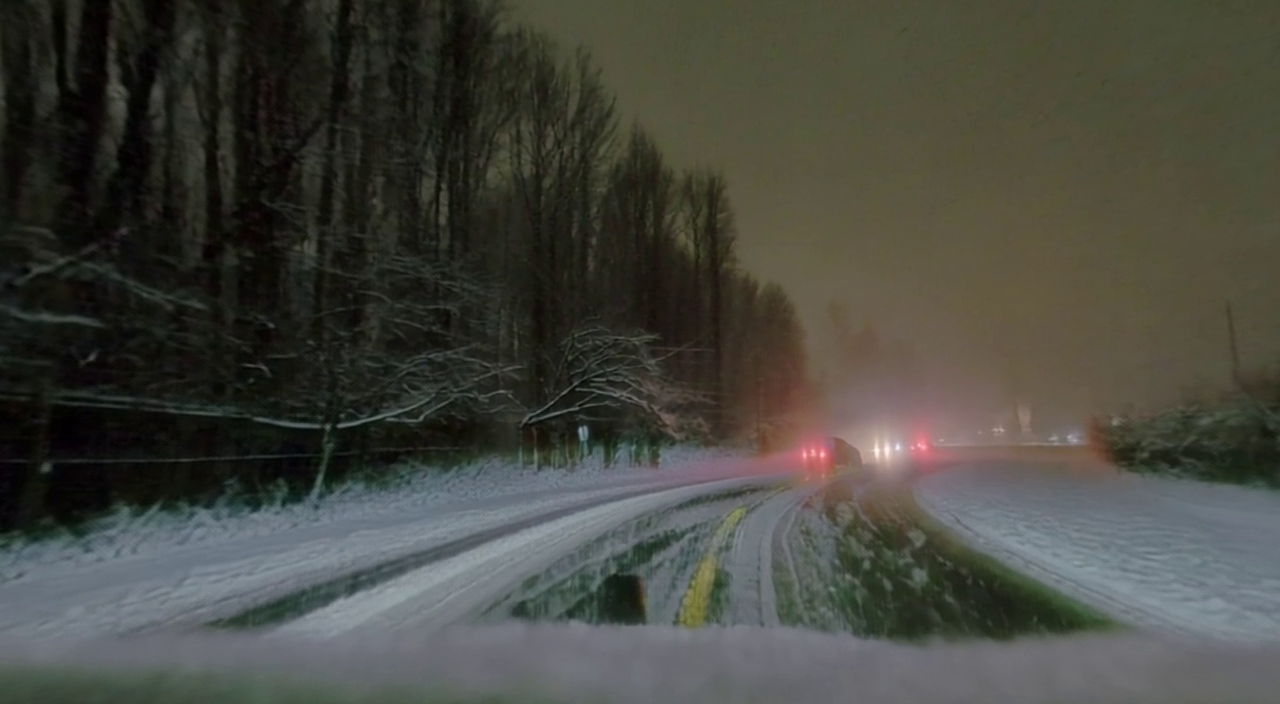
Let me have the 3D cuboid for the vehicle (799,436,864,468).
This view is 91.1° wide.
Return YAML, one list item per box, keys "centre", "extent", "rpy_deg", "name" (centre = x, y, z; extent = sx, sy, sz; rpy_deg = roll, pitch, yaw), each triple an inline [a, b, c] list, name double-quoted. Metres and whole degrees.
- centre: [11.611, 6.016, 37.950]
  extent: [1.988, 1.789, 4.257]
  rpy_deg: [-7, -11, 44]
  name: "vehicle"
